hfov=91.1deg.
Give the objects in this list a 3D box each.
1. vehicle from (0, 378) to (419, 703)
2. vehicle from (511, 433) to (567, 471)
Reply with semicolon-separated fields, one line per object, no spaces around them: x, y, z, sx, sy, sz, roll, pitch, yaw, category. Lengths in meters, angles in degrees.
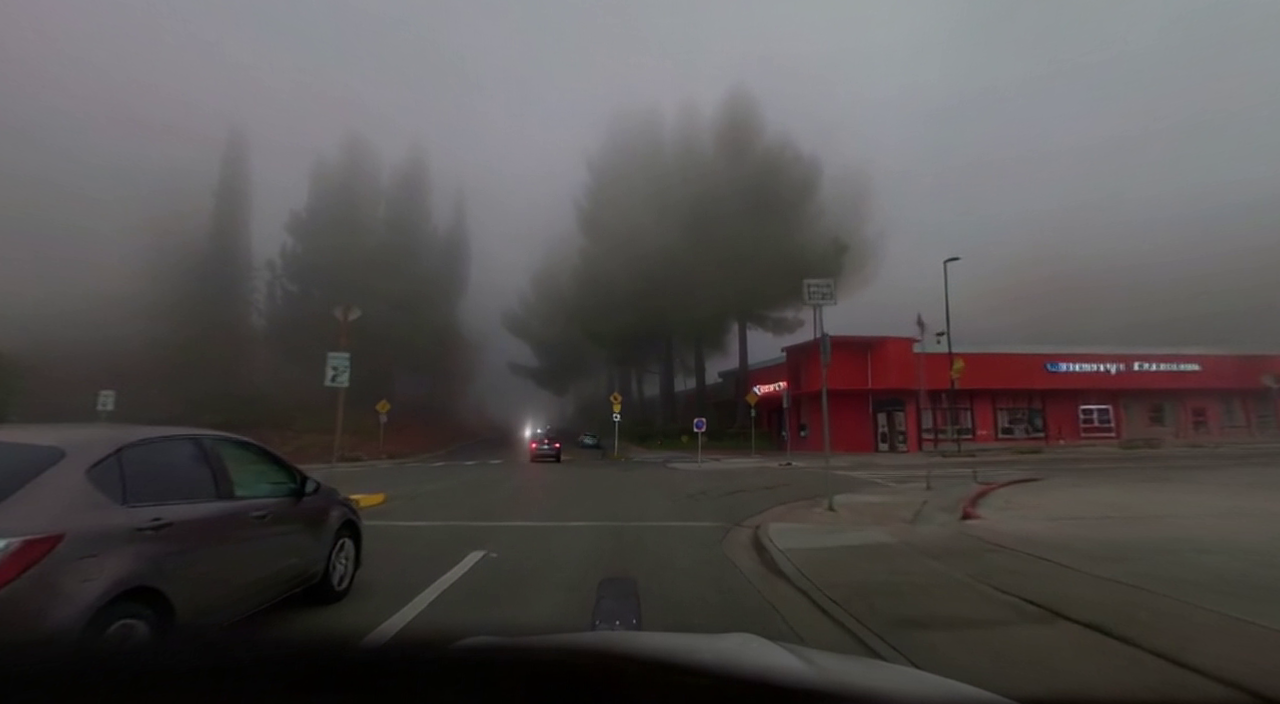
-3.025;1.047;3.685;1.853;1.478;4.381;0;-8;0;vehicle
-4.129;4.144;26.325;1.962;1.424;4.289;1;-8;-5;vehicle
